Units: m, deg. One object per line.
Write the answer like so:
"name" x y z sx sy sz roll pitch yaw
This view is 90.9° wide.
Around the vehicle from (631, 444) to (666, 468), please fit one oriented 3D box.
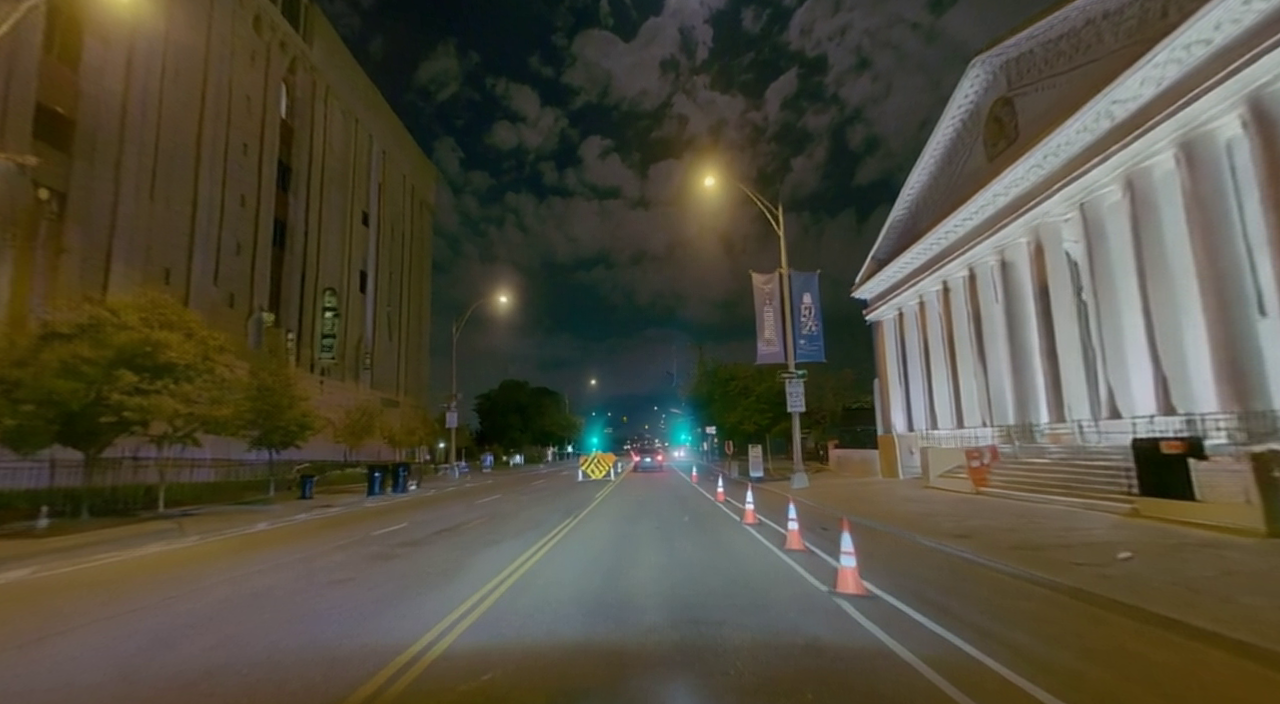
"vehicle" 0.555 7.040 42.781 2.216 1.492 4.725 0 -8 1
